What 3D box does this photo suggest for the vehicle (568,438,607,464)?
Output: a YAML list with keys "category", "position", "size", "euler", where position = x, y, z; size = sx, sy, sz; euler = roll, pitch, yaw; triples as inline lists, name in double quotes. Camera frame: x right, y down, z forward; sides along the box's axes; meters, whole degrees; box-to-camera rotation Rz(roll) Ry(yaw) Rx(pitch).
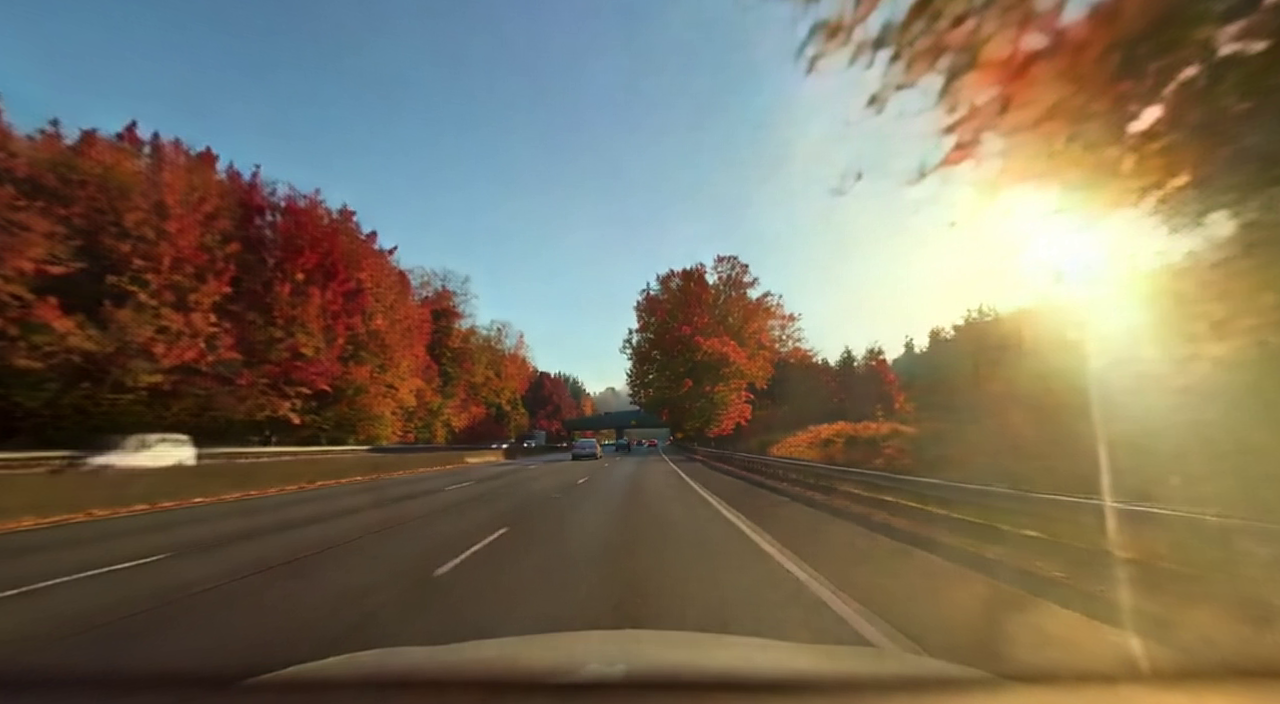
- category: "vehicle"
  position: [-3.447, 6.566, 41.844]
  size: [2.123, 1.643, 4.479]
  euler: [0, -8, 1]
